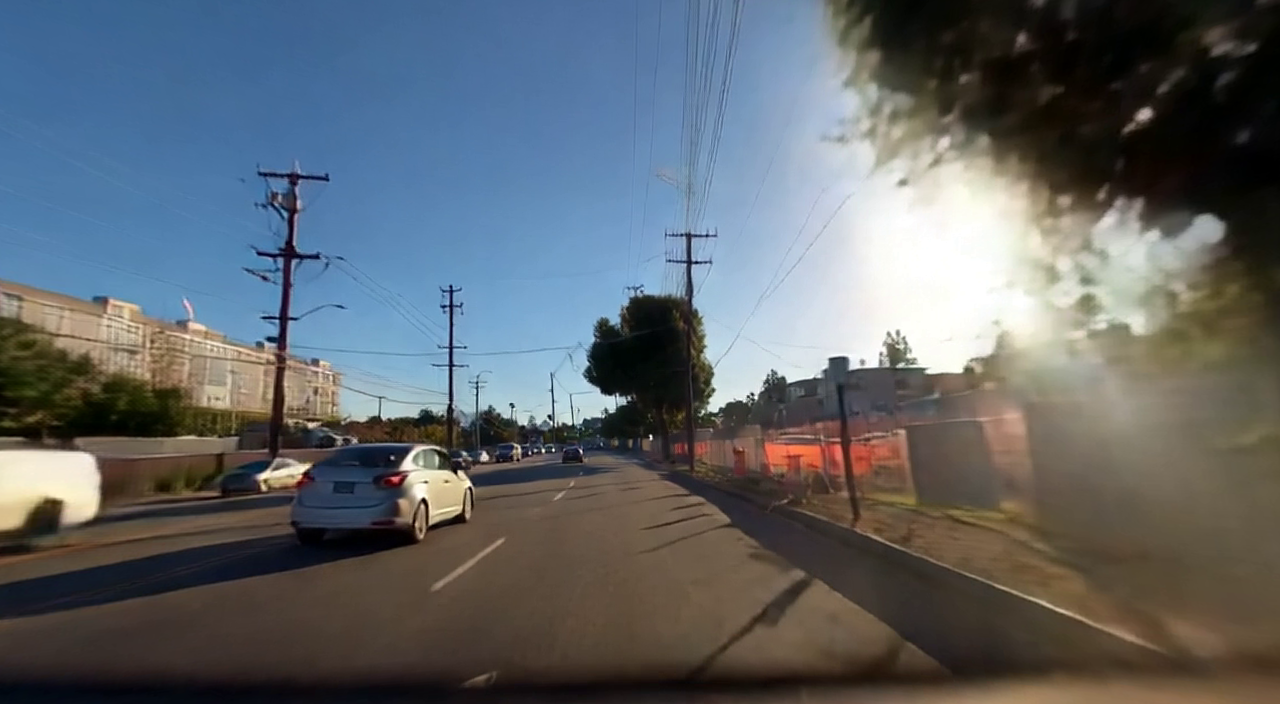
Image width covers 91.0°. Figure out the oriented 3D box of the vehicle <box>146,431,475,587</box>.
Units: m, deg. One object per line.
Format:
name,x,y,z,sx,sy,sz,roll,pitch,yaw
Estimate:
vehicle,-3.816,1.857,8.451,2.020,1.489,4.469,1,-8,0
